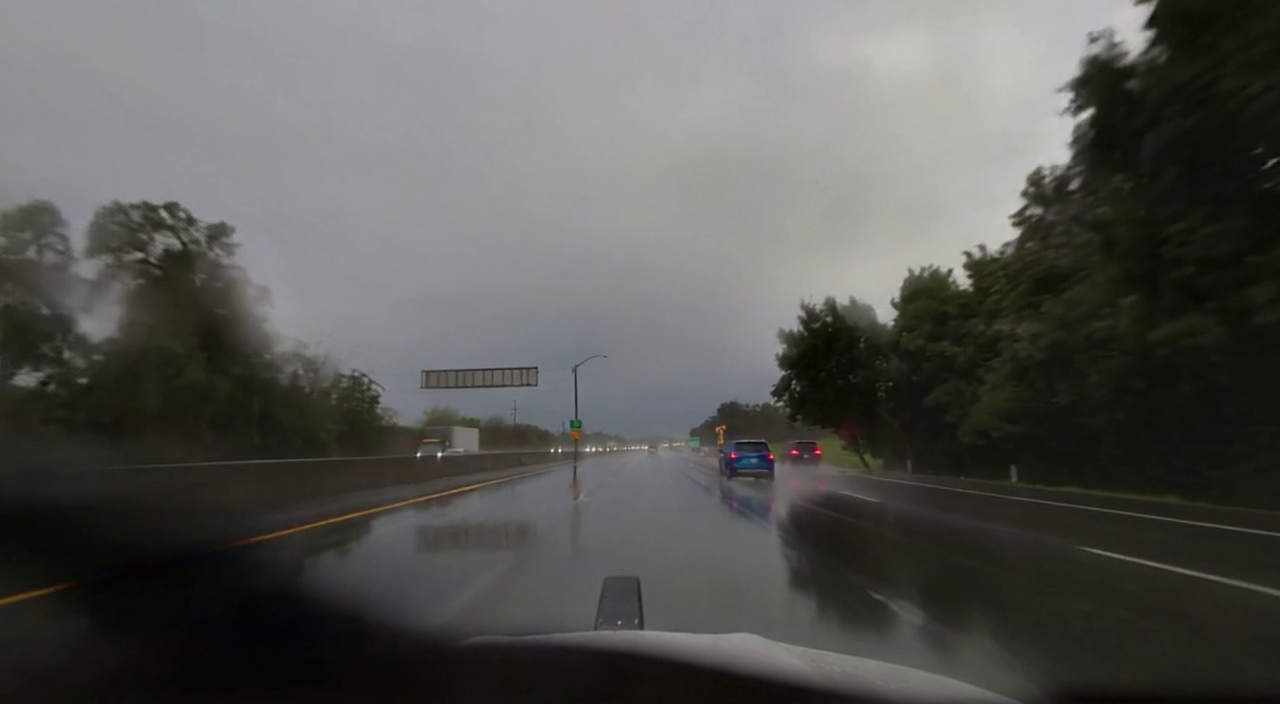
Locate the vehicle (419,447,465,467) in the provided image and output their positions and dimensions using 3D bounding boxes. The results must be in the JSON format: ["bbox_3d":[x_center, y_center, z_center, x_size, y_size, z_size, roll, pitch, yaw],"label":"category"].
[{"bbox_3d":[-14.365,7.661,45.728,1.837,1.381,4.562,0,-9,0],"label":"vehicle"}]

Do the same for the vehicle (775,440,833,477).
[{"bbox_3d":[8.460,5.514,32.650,1.898,1.798,3.805,0,-9,-1],"label":"vehicle"}]

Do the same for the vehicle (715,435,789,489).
[{"bbox_3d":[3.906,3.938,22.623,1.784,1.733,4.141,0,-9,-1],"label":"vehicle"}]
